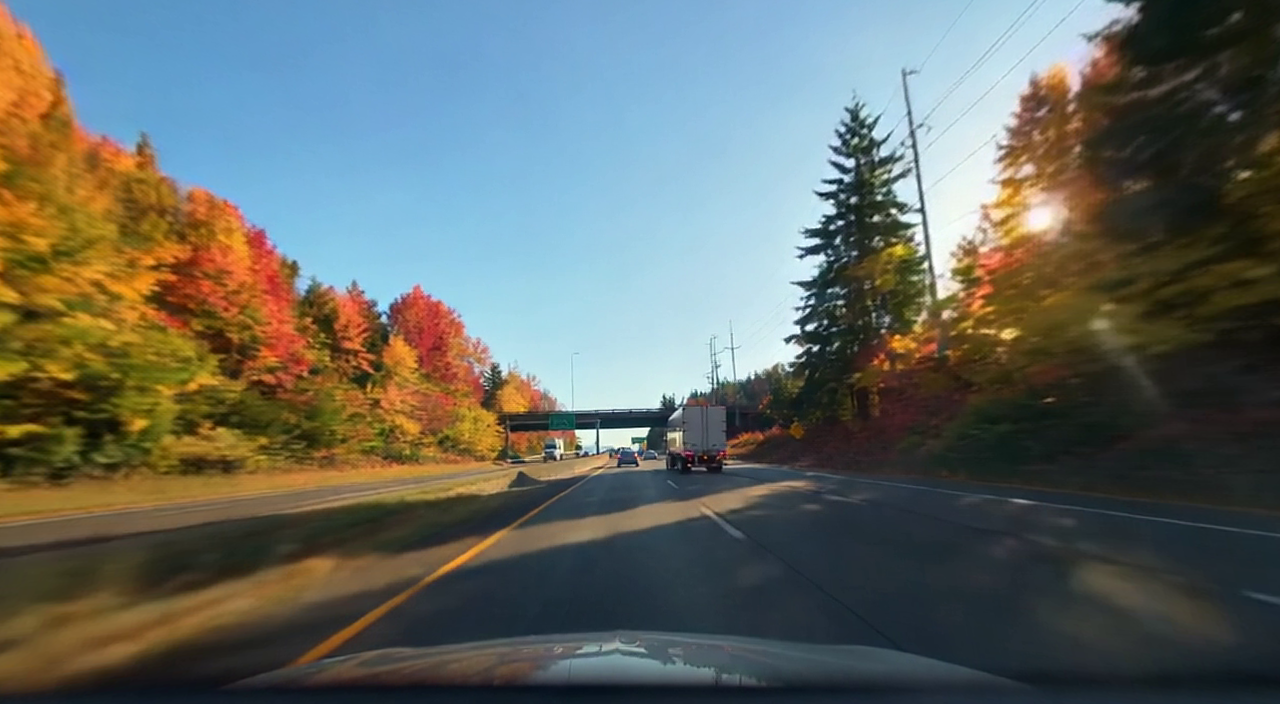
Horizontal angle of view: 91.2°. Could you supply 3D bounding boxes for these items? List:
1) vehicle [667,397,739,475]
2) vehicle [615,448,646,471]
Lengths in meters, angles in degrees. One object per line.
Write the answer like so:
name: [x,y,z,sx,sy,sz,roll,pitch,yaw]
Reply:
vehicle: [3.752,5.759,41.738,2.956,4.281,14.327,0,-9,-1]
vehicle: [-0.651,7.188,42.012,1.961,1.454,3.755,0,-9,-1]
